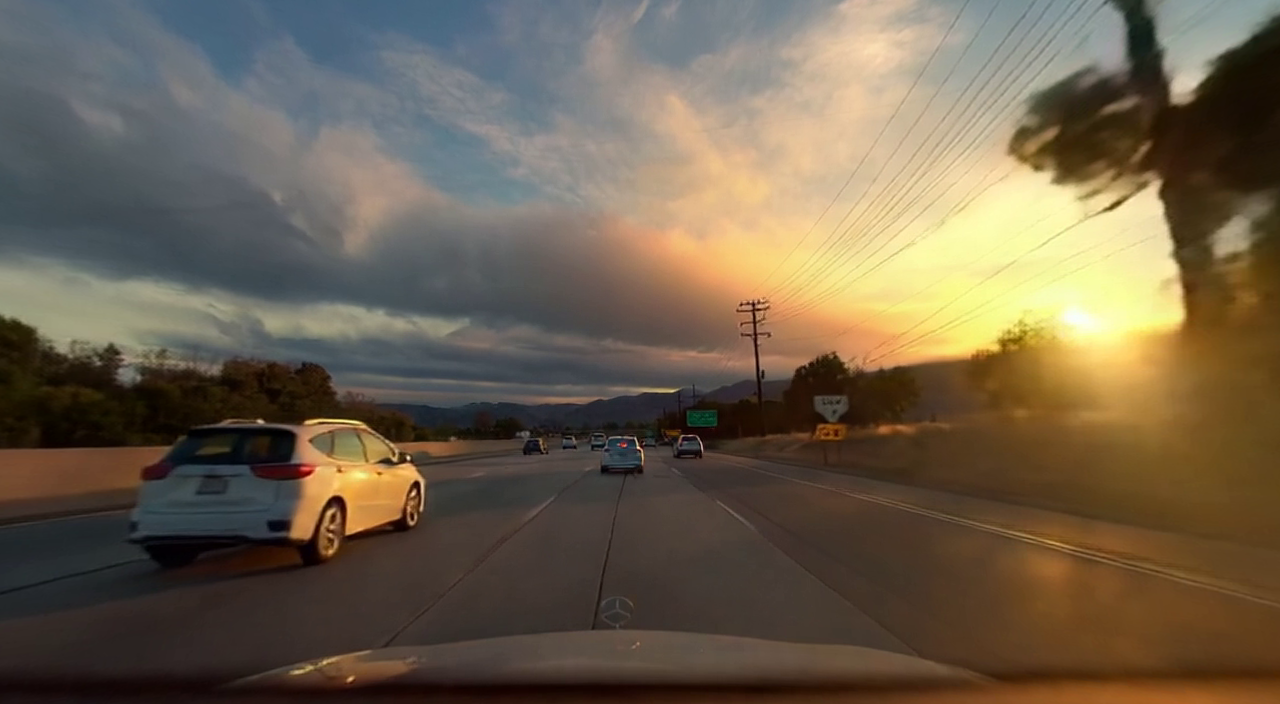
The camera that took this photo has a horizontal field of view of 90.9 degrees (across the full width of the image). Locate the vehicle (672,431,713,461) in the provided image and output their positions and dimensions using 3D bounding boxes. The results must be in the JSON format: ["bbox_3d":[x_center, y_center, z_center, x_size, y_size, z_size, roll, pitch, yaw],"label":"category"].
[{"bbox_3d":[3.166,5.761,38.772,1.950,1.695,4.446,1,-8,-2],"label":"vehicle"}]

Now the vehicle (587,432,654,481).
[{"bbox_3d":[-0.635,3.507,21.493,2.086,1.488,3.440,0,-8,-1],"label":"vehicle"}]

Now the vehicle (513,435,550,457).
[{"bbox_3d":[-7.735,6.738,45.314,1.992,1.494,4.133,0,-8,0],"label":"vehicle"}]

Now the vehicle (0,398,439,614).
[{"bbox_3d":[-3.951,1.465,7.090,1.901,1.601,4.610,0,-8,-1],"label":"vehicle"}]
